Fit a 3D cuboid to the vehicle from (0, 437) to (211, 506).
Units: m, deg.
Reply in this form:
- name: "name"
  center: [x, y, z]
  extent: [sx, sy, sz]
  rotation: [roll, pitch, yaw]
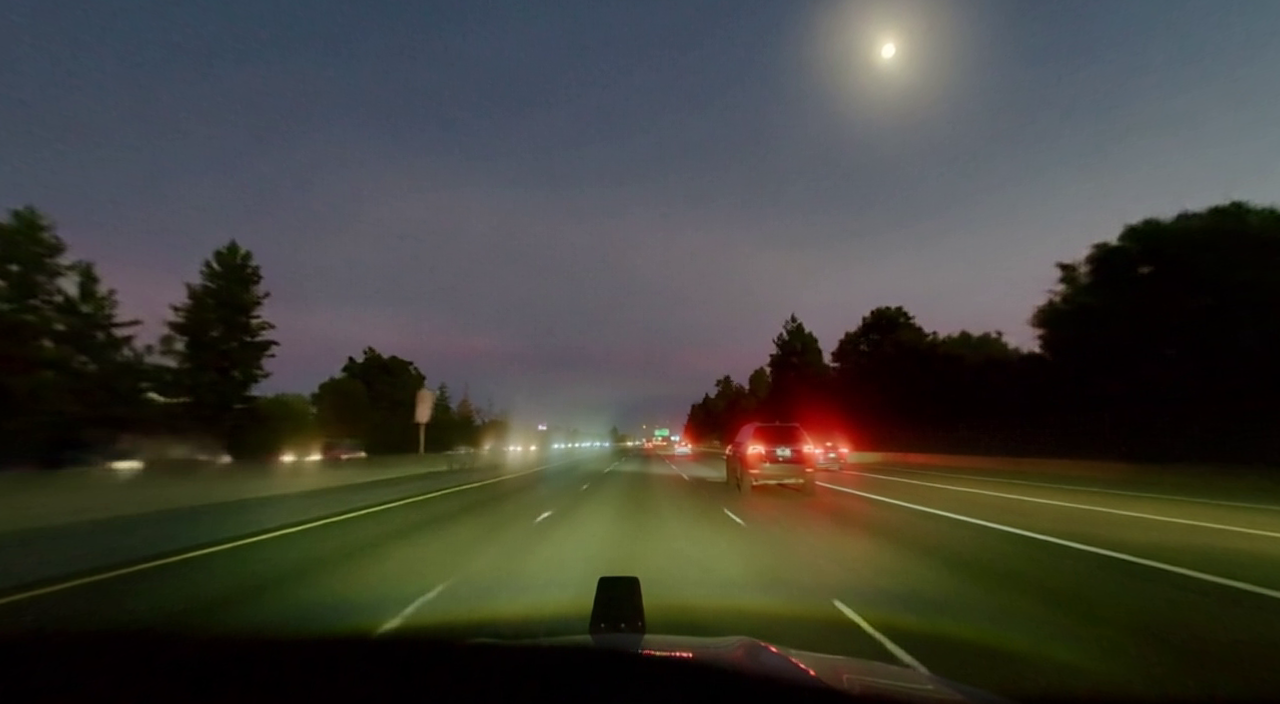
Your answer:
- name: "vehicle"
  center: [-13.768, 2.970, 16.274]
  extent: [1.930, 1.493, 4.830]
  rotation: [0, -8, 1]

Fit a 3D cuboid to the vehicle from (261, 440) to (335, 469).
- name: "vehicle"
  center: [-21.174, 6.344, 39.309]
  extent: [1.977, 1.654, 4.622]
  rotation: [0, -8, 1]

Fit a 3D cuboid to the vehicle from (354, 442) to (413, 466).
- name: "vehicle"
  center: [-17.386, 6.901, 42.992]
  extent: [1.944, 1.506, 4.693]
  rotation: [0, -8, 1]

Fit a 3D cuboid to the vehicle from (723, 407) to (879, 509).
- name: "vehicle"
  center: [3.499, 2.463, 15.102]
  extent: [2.218, 1.964, 5.662]
  rotation: [0, -8, 0]
